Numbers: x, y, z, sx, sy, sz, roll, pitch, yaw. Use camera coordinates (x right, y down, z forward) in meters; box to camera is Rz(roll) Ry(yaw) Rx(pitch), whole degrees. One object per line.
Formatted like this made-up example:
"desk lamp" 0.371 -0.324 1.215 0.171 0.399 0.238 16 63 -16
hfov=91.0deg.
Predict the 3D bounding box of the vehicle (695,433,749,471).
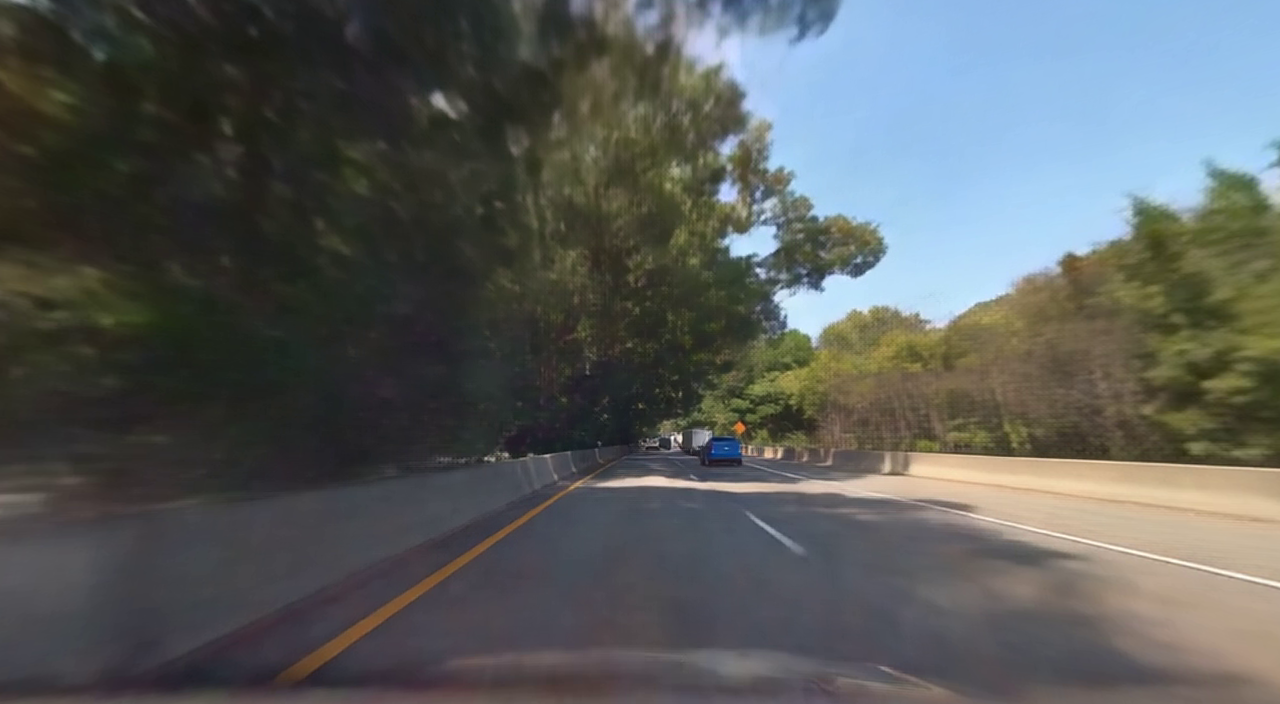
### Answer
"vehicle" 3.847 4.762 30.241 2.022 1.663 4.245 -1 -8 0
